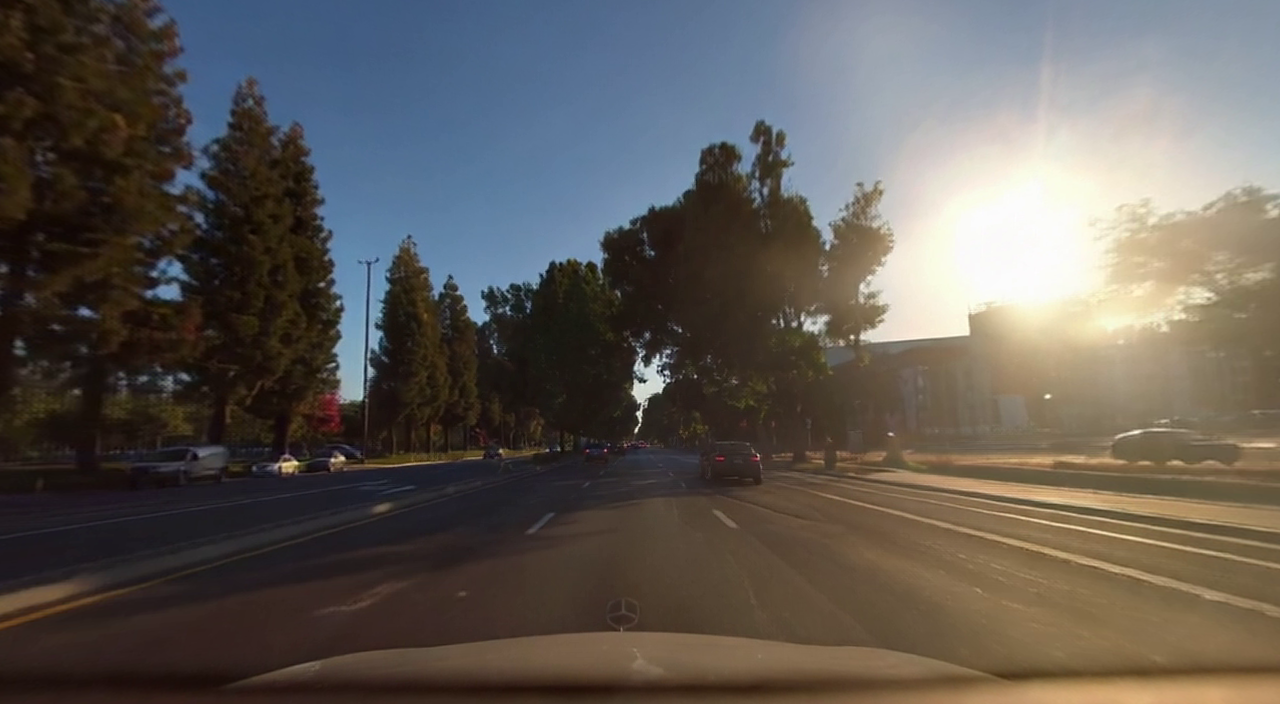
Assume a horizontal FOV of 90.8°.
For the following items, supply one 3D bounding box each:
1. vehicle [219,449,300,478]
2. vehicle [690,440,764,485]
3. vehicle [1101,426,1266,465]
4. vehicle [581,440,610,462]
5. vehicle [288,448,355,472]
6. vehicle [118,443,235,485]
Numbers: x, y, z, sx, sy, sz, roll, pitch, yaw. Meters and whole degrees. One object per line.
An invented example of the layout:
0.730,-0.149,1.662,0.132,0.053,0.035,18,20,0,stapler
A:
-22.413,6.560,37.436,1.865,1.507,4.631,0,-8,0,vehicle
3.054,3.975,23.065,1.966,1.449,4.290,0,-8,-2,vehicle
21.850,3.790,25.551,4.748,1.451,2.089,0,-9,-1,vehicle
-3.472,7.770,49.835,1.935,1.617,4.045,0,-8,0,vehicle
-22.419,7.616,44.776,2.098,1.510,5.072,0,-8,0,vehicle
-22.374,5.387,30.804,2.139,1.833,4.686,0,-8,0,vehicle
